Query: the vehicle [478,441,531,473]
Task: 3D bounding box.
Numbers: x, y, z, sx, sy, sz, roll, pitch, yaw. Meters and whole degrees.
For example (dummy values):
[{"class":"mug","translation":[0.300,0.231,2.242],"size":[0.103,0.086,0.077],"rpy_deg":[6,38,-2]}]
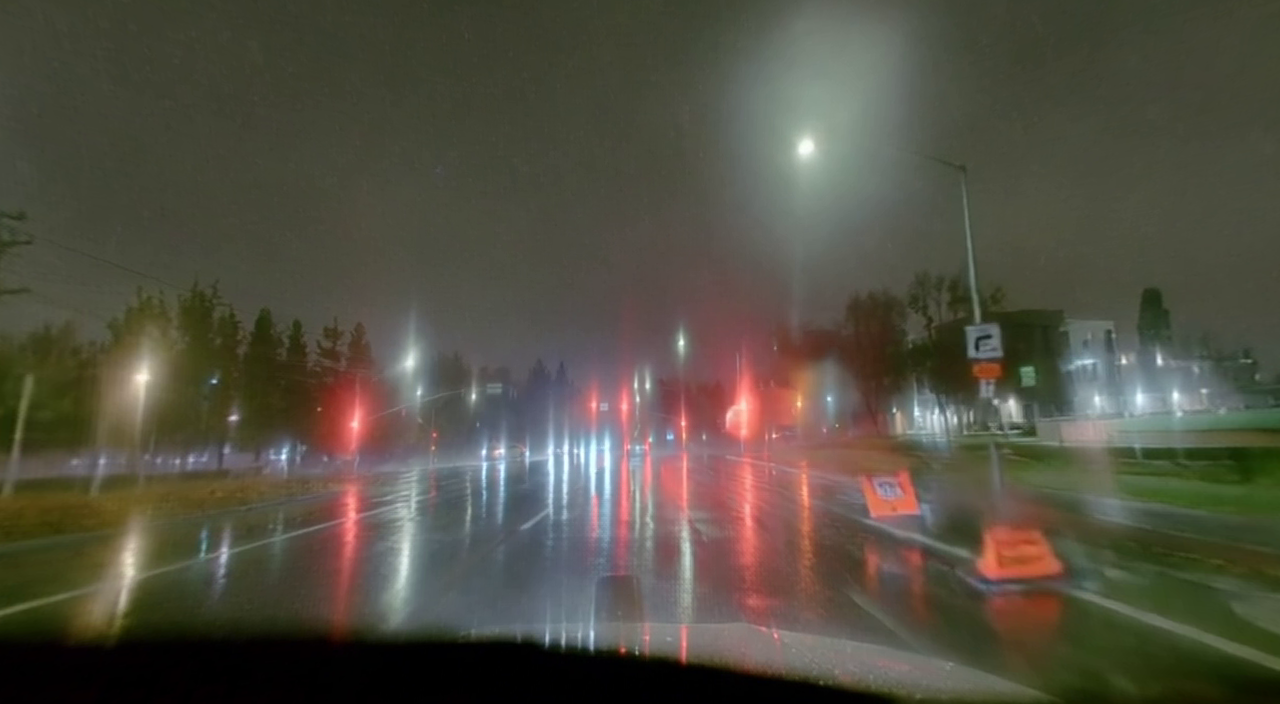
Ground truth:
[{"class":"vehicle","translation":[-6.982,5.429,32.935],"size":[1.869,1.570,4.064],"rpy_deg":[0,-8,-1]}]
